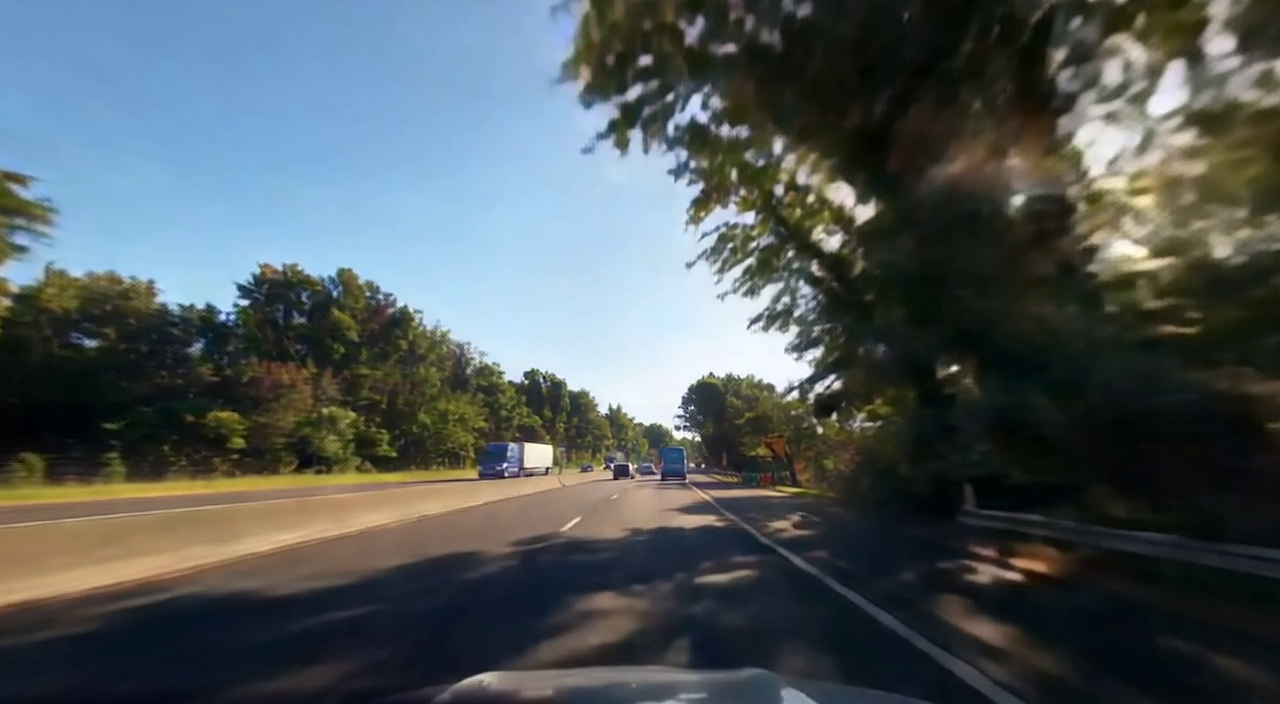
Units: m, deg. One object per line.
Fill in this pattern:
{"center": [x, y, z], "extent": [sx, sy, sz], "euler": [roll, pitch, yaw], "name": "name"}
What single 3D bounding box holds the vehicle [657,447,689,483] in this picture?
{"center": [2.603, 8.954, 49.633], "extent": [2.366, 2.595, 5.793], "euler": [0, -11, 2], "name": "vehicle"}
